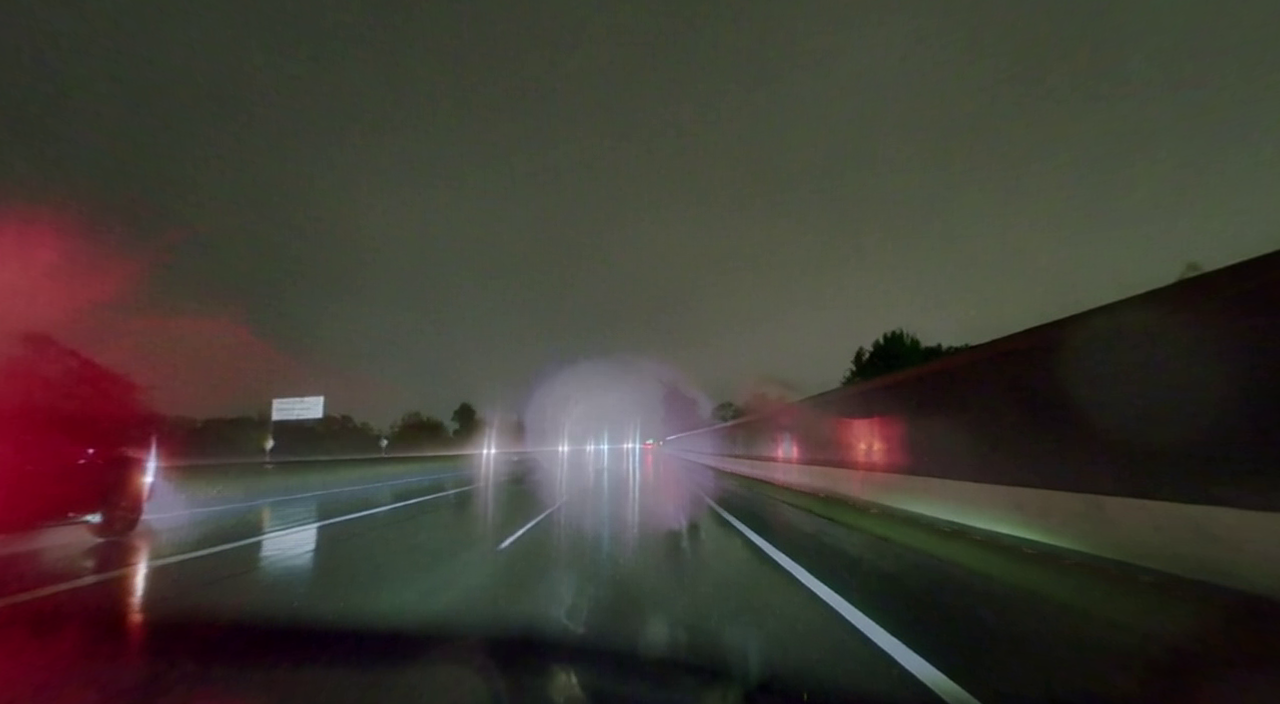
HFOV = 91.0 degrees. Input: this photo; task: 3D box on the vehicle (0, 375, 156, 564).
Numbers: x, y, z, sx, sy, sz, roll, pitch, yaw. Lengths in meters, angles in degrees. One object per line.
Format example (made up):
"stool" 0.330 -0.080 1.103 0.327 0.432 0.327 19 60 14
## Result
"vehicle" -7.758 1.140 6.065 2.163 1.947 4.959 0 -9 0
